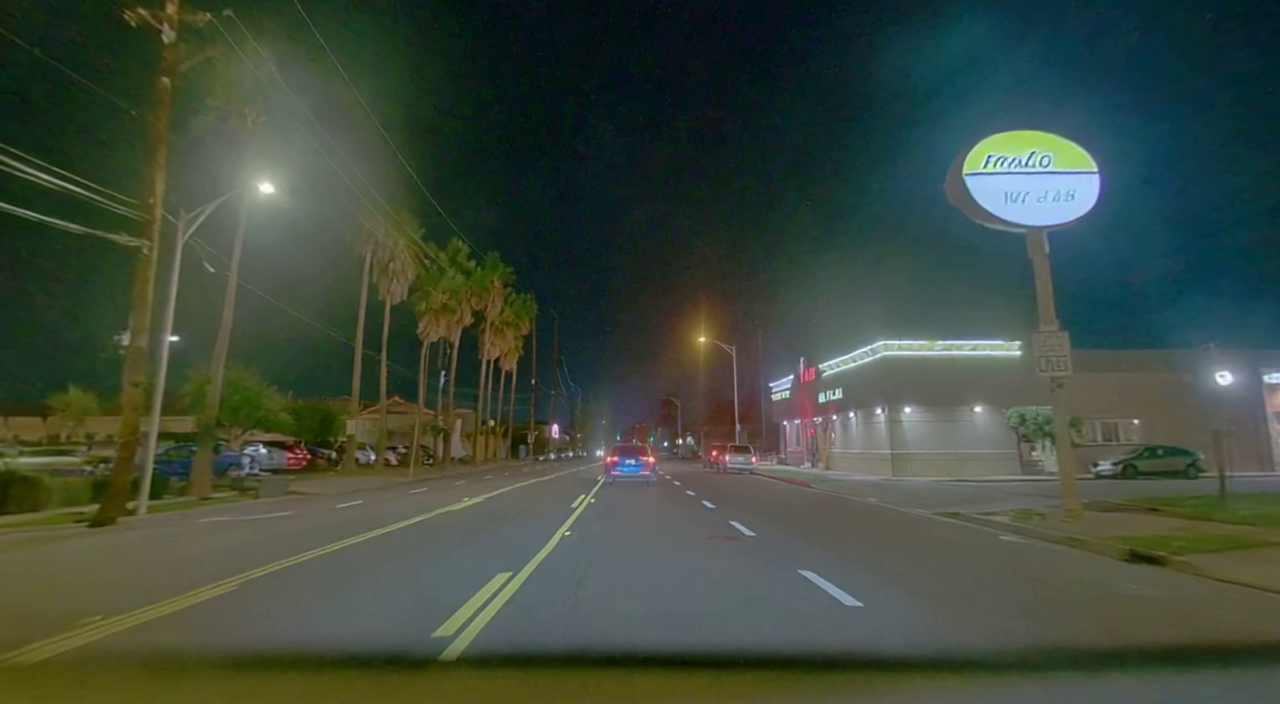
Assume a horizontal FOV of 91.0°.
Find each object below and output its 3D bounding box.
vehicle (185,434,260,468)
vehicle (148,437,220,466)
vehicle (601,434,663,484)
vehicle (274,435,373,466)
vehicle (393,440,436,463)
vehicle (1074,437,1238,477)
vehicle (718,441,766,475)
[{"bbox_3d":[-22.159,5.261,33.603,1.860,1.656,4.483,2,-9,-14],"label":"vehicle"},{"bbox_3d":[-25.019,5.483,34.680,1.760,1.501,3.655,2,-9,-12],"label":"vehicle"},{"bbox_3d":[-0.324,4.283,25.515,2.264,1.798,4.563,0,-8,-1],"label":"vehicle"},{"bbox_3d":[-19.198,5.971,38.339,4.976,1.741,1.986,7,-11,-40],"label":"vehicle"},{"bbox_3d":[-17.788,7.853,49.866,2.084,1.678,4.707,1,-9,-7],"label":"vehicle"},{"bbox_3d":[20.164,4.111,24.750,4.707,1.461,1.994,0,-9,-2],"label":"vehicle"},{"bbox_3d":[5.828,6.092,36.455,1.945,1.791,4.460,0,-9,-1],"label":"vehicle"}]
